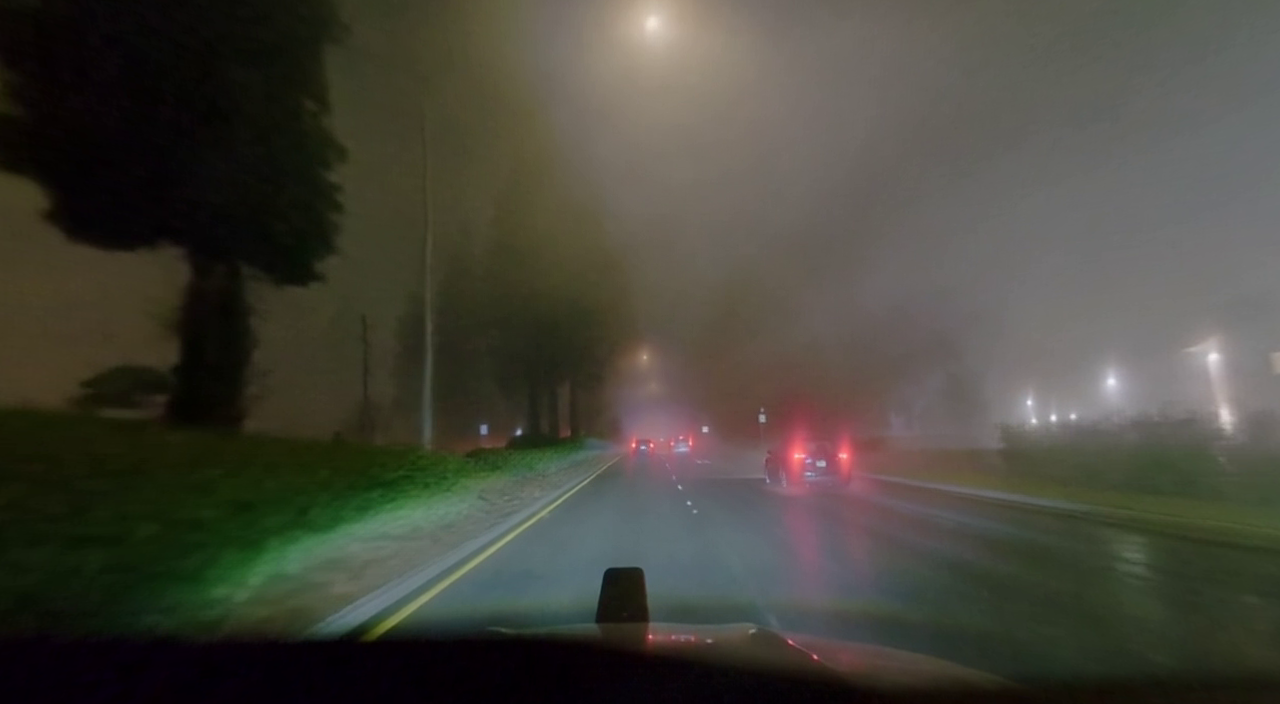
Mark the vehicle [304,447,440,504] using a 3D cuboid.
[{"bbox_3d":[-7.894,3.681,19.222,1.986,1.475,4.990,-1,-9,0],"label":"vehicle"}]
